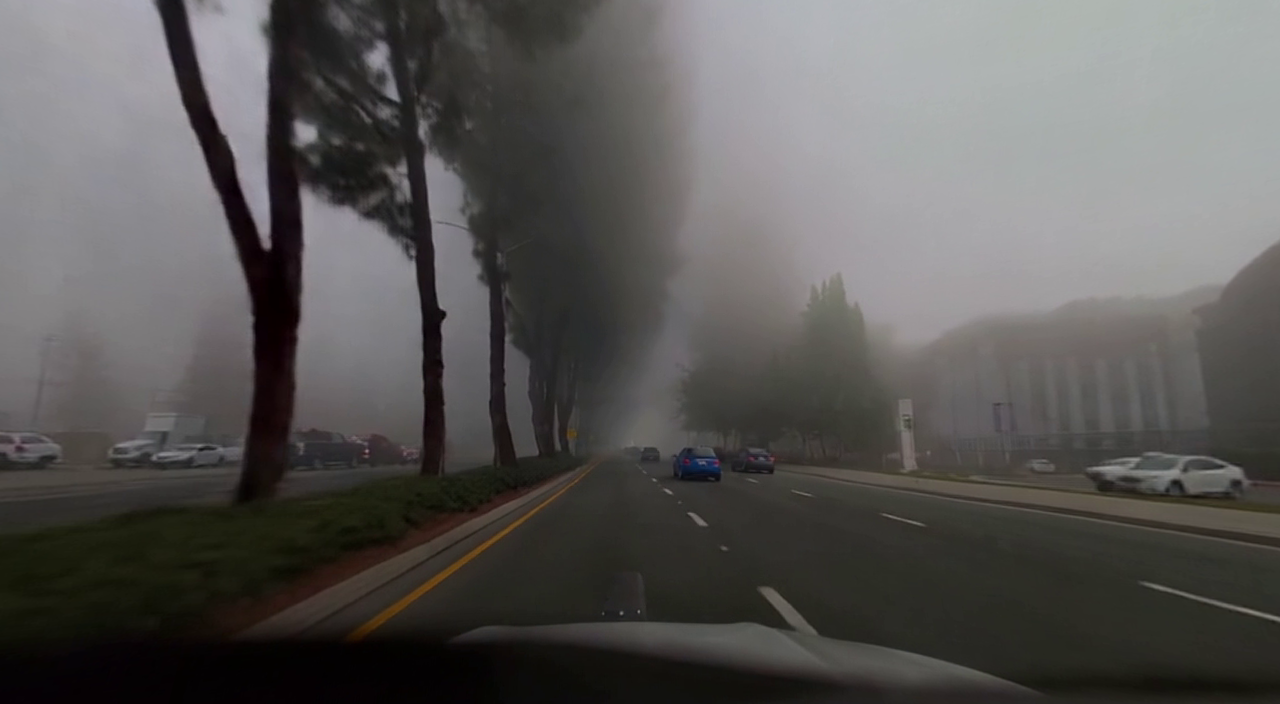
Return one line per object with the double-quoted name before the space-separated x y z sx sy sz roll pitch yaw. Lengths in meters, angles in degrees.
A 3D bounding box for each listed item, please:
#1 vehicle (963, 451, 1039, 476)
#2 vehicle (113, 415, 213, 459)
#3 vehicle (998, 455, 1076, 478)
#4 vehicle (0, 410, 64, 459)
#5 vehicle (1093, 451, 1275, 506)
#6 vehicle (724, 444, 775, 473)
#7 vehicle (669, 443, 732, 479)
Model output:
"vehicle" 26.319 8.122 45.909 4.586 1.665 1.968 2 -9 -11
"vehicle" -34.369 6.238 45.739 2.858 2.981 6.850 2 -9 -11
"vehicle" 26.955 7.752 42.727 4.390 1.474 1.851 2 -9 -13
"vehicle" -43.671 5.652 43.490 2.718 3.175 6.649 4 -9 -16
"vehicle" 16.822 3.865 19.537 4.486 1.532 1.939 3 -9 -14
"vehicle" 6.068 5.914 35.237 1.886 1.528 4.169 1 -8 -3
"vehicle" 2.631 4.899 28.580 2.256 1.451 4.313 1 -8 -3
